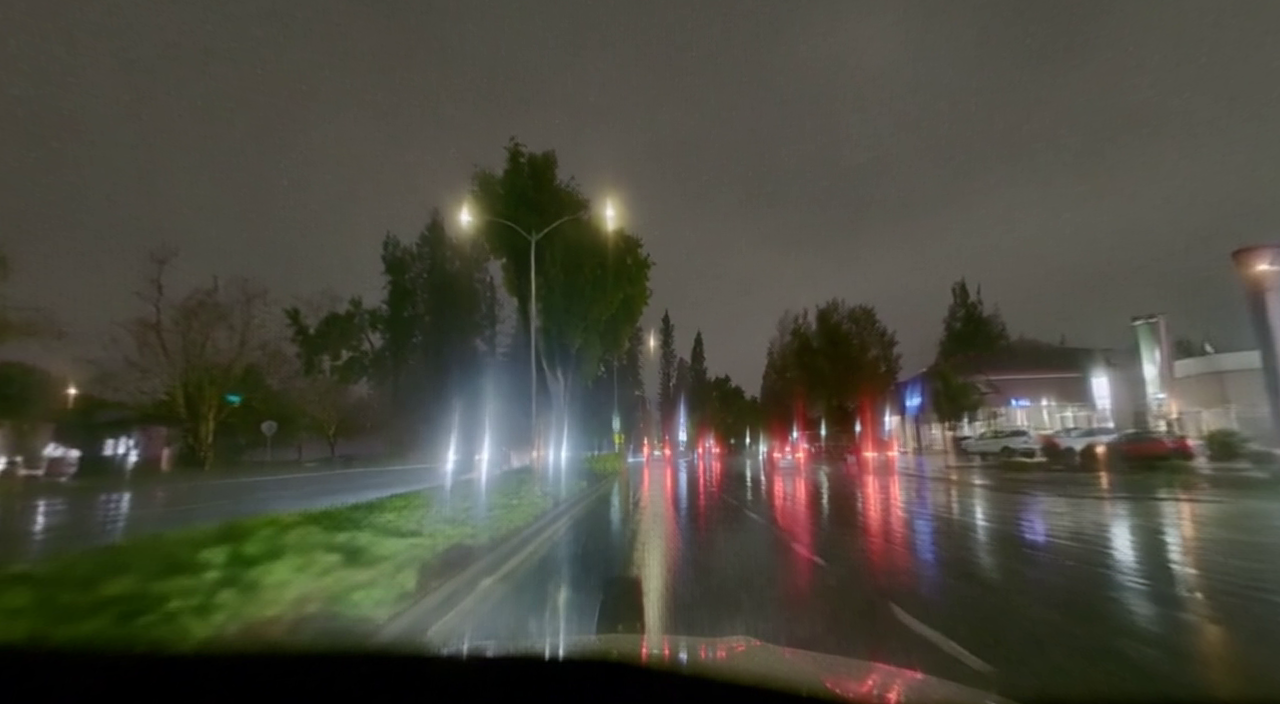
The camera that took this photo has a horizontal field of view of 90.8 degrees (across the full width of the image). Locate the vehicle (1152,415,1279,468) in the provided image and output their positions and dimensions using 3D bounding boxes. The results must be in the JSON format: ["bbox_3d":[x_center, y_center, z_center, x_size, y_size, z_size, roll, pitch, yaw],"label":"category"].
[{"bbox_3d":[37.174,5.700,40.368,6.680,3.180,2.793,1,-8,-8],"label":"vehicle"}]

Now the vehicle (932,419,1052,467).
[{"bbox_3d":[21.273,5.521,38.313,5.953,2.747,2.389,1,-8,-8],"label":"vehicle"}]

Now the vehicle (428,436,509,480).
[{"bbox_3d":[-7.348,4.598,27.601,2.102,1.735,4.491,-1,-8,3],"label":"vehicle"}]

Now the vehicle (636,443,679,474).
[{"bbox_3d":[0.913,5.456,32.539,2.095,1.456,3.873,0,-8,2],"label":"vehicle"}]

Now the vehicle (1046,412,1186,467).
[{"bbox_3d":[29.117,5.393,38.803,6.569,3.235,2.798,1,-9,-8],"label":"vehicle"}]
